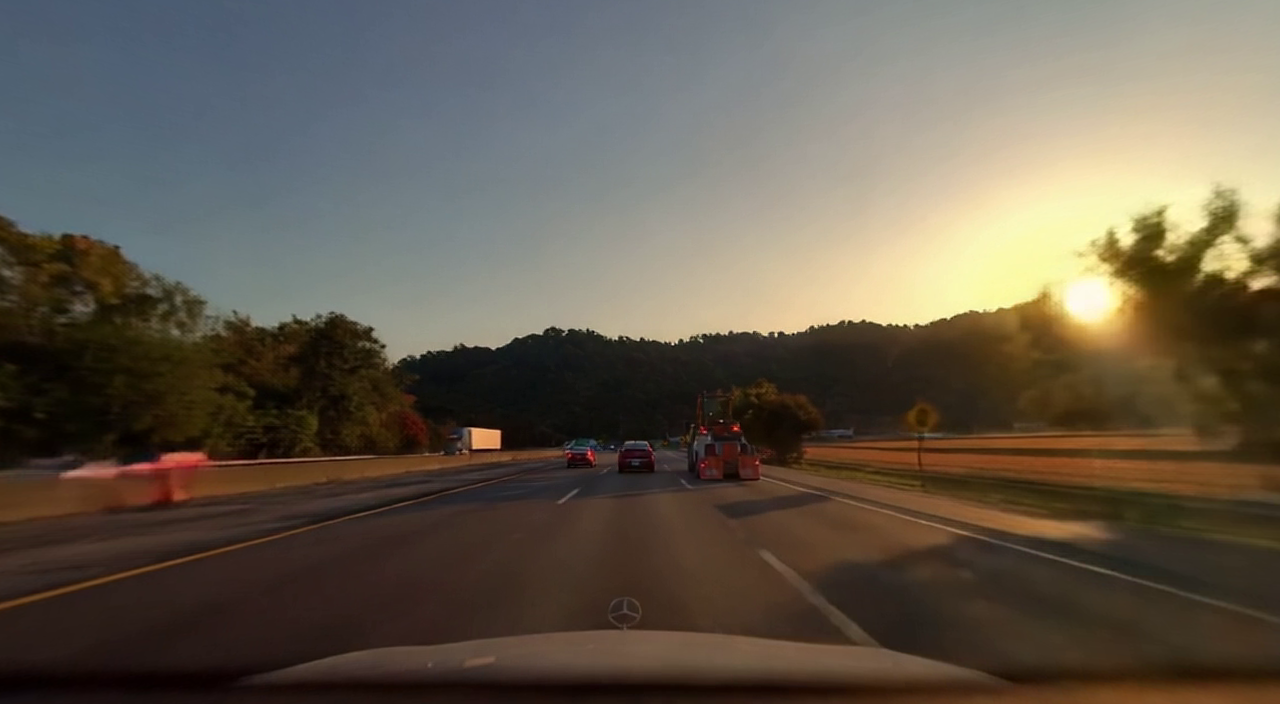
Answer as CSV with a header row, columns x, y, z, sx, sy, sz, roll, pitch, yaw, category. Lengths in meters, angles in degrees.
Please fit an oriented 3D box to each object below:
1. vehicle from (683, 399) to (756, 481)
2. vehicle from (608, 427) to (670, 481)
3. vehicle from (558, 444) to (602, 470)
x,y,z,sx,sy,sz,roll,pitch,yaw,category
4.041,4.796,34.225,2.793,3.828,9.580,0,-8,1,vehicle
-0.008,4.148,25.824,2.308,1.993,4.631,0,-8,1,vehicle
-3.455,6.167,37.329,2.096,1.469,4.319,0,-8,1,vehicle
